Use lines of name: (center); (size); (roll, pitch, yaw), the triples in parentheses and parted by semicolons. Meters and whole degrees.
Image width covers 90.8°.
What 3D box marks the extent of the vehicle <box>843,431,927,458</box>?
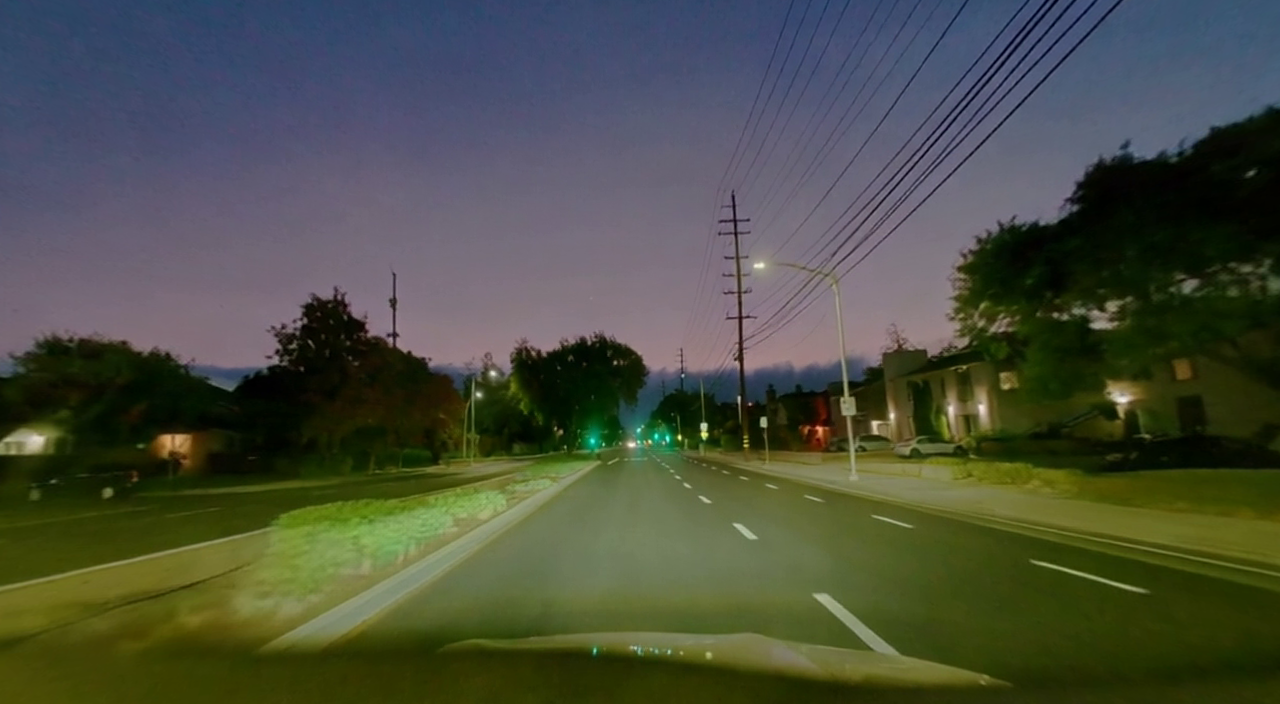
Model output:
vehicle: (16.684, 6.315, 43.241); (4.833, 1.786, 2.136); (0, -8, -1)

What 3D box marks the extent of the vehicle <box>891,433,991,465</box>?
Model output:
vehicle: (16.929, 5.466, 35.685); (4.560, 1.725, 2.096); (0, -8, -2)

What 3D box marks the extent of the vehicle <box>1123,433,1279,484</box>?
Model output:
vehicle: (17.540, 3.195, 19.015); (4.246, 1.427, 2.055); (0, -8, 0)

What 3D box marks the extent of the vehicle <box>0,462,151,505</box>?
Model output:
vehicle: (-21.793, 4.994, 24.133); (4.354, 1.450, 2.043); (0, -10, -11)
